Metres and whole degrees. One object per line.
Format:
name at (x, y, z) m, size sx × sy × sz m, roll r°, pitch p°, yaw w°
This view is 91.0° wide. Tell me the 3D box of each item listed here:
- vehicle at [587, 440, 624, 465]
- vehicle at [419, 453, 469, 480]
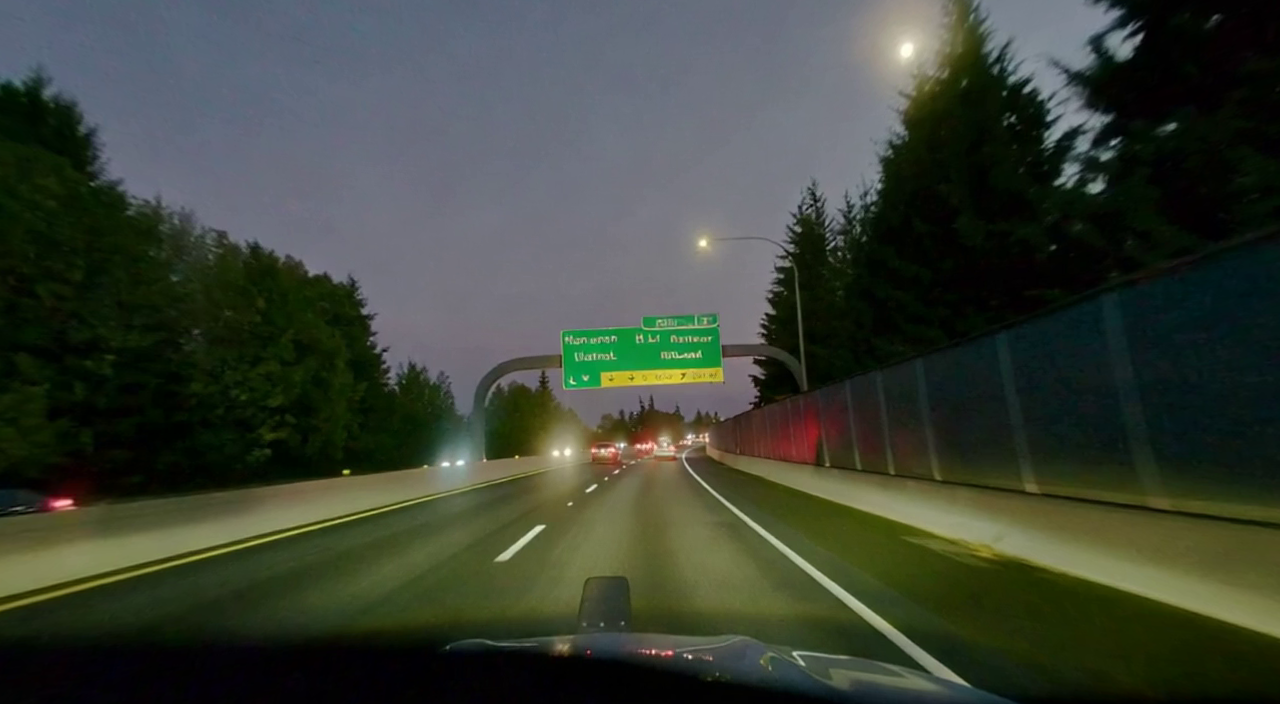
vehicle at (-2.195, 6.592, 41.376) m, size 1.985 × 1.518 × 3.847 m, roll -1°, pitch -8°, yaw 4°
vehicle at (-13.708, 7.987, 44.290) m, size 1.909 × 1.706 × 4.501 m, roll 0°, pitch -8°, yaw 2°
